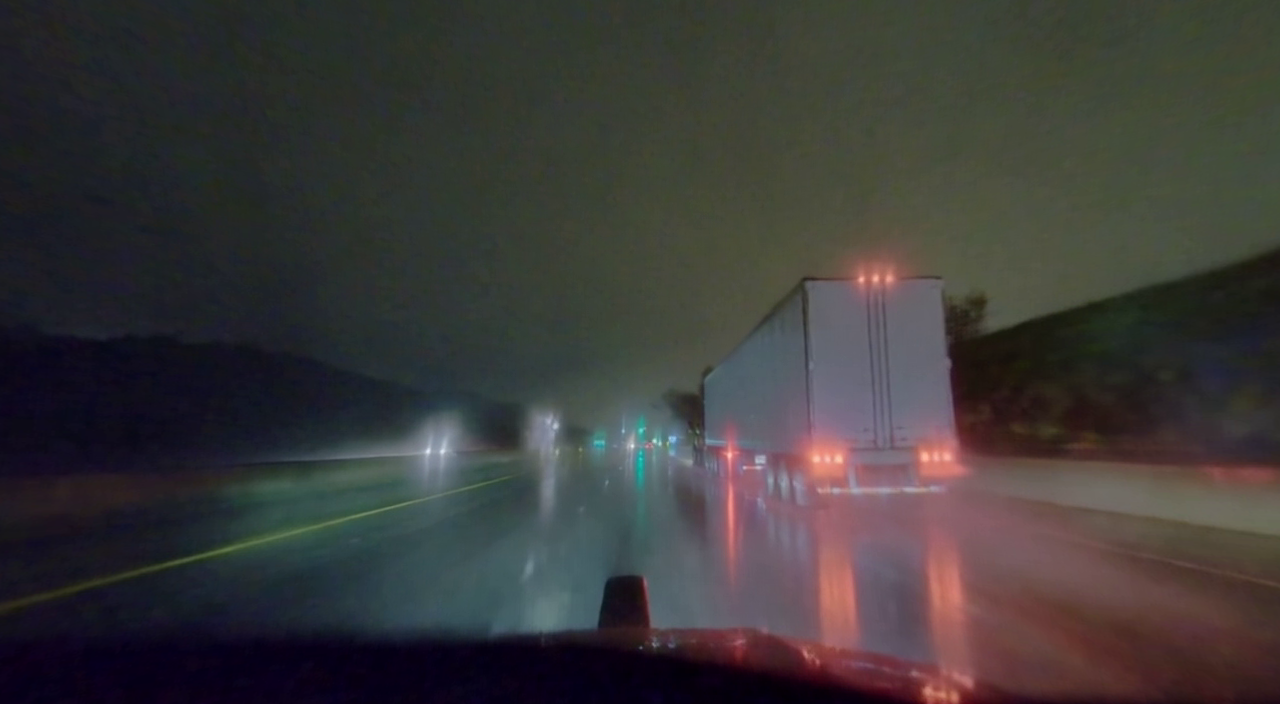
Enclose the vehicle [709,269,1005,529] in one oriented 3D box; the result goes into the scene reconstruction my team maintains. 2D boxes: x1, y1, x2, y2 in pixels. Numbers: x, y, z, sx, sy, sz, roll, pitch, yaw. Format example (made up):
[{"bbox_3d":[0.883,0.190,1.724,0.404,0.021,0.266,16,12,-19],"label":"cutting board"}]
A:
[{"bbox_3d":[4.119,1.736,16.974,2.933,4.100,14.317,0,-8,0],"label":"vehicle"}]
